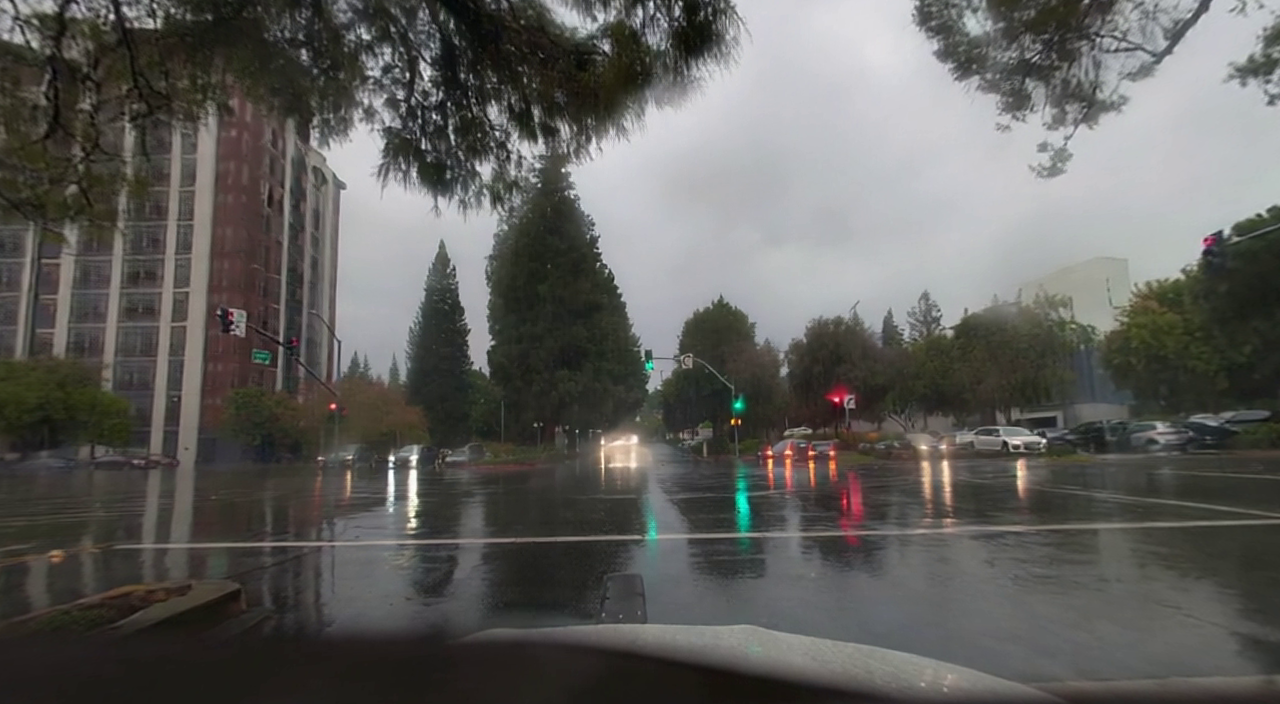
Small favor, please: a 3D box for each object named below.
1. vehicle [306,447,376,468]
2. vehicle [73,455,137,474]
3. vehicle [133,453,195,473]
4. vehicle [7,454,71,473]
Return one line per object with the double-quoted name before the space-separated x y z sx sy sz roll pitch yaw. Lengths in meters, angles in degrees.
"vehicle" -21.990 7.774 46.540 4.207 1.508 1.875 0 -9 2
"vehicle" -41.355 8.682 48.942 1.651 1.379 3.787 0 -9 0
"vehicle" -36.442 8.474 48.482 1.709 1.410 3.945 0 -9 -2
"vehicle" -46.388 8.591 48.811 1.627 1.392 3.330 0 -9 -1
